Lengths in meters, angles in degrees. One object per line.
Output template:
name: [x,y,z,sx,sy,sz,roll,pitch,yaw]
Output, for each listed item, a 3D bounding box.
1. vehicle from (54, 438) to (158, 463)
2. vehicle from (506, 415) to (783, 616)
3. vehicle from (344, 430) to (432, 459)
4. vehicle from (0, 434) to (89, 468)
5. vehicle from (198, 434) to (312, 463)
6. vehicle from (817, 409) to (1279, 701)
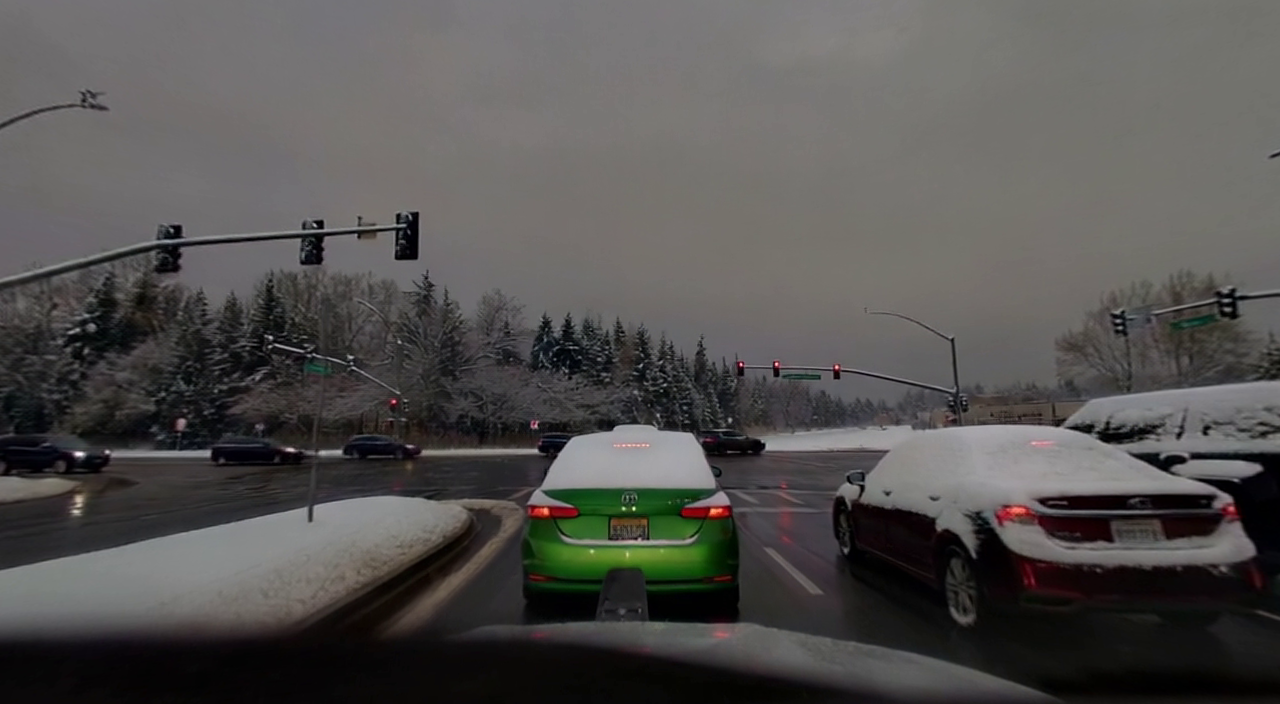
vehicle: [-32.456,6.013,38.469,4.828,1.467,1.963,-1,-9,7]
vehicle: [0.038,1.516,6.787,2.026,1.458,4.175,0,-9,0]
vehicle: [-15.173,5.605,38.239,4.526,1.649,1.920,1,-9,-5]
vehicle: [-30.497,4.927,31.471,4.517,1.637,1.935,-1,-9,7]
vehicle: [-20.672,5.206,34.053,4.869,1.502,1.979,0,-8,3]
vehicle: [3.096,1.363,5.478,1.861,1.479,4.371,0,-8,0]
